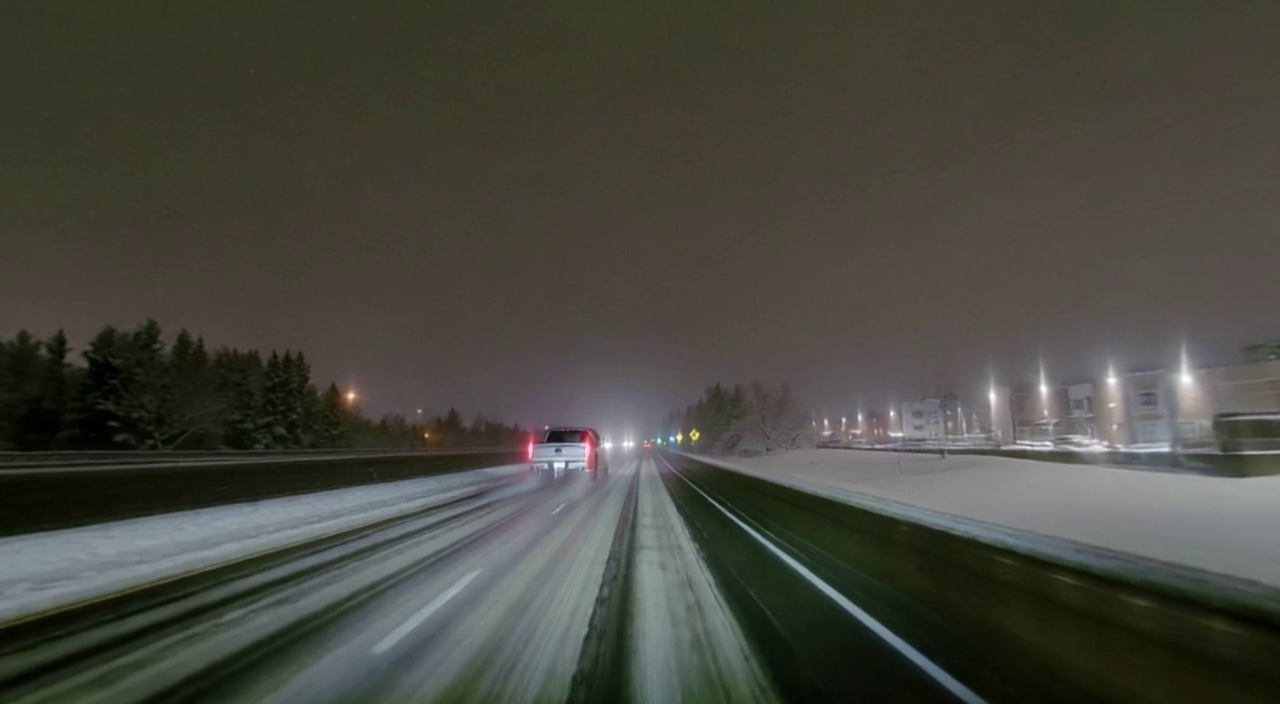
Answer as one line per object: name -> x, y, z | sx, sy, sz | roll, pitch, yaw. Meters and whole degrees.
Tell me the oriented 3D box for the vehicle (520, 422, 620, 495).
vehicle -> -1.992, 3.289, 19.860 | 2.350, 1.932, 5.562 | -1, -8, 2
